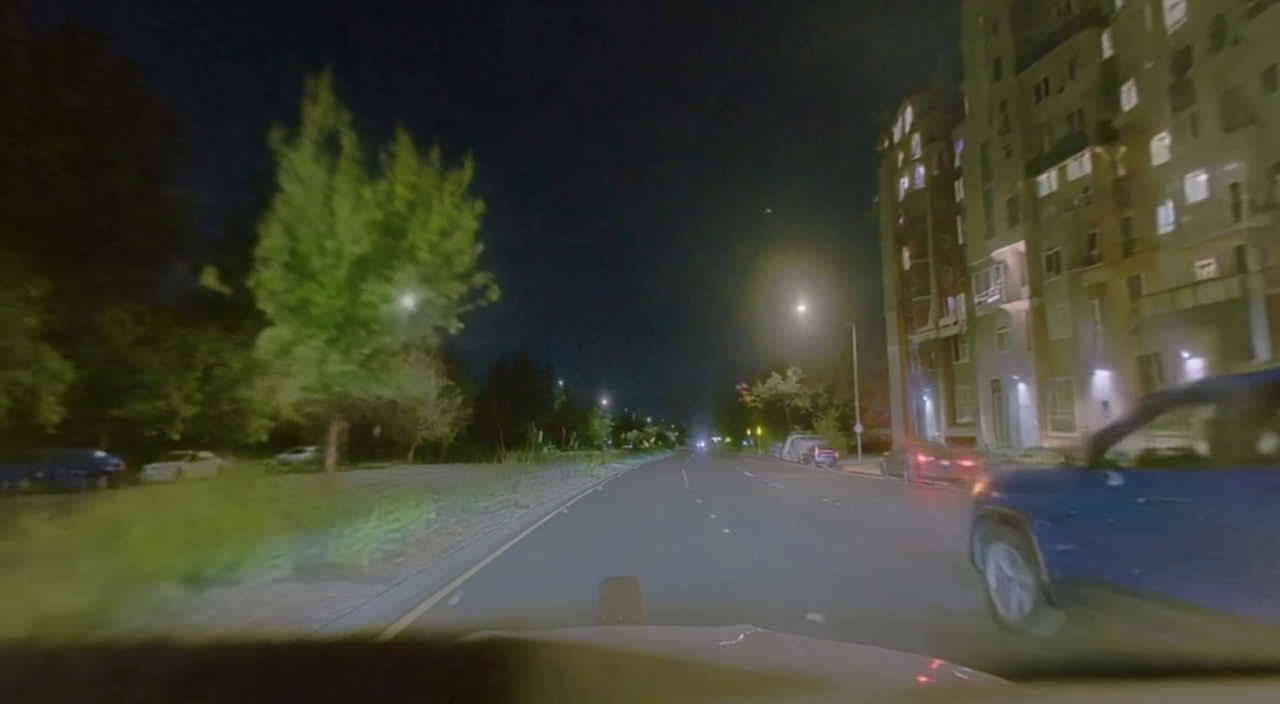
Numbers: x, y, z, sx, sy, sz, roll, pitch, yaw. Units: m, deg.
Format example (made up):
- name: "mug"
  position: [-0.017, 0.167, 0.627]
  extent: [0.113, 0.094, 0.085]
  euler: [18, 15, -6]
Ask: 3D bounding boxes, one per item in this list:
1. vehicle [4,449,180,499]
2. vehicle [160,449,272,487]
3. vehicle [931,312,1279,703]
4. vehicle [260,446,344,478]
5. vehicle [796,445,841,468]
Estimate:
- name: "vehicle"
  position: [-18.775, 4.156, 22.027]
  extent: [1.823, 1.455, 4.680]
  euler: [-3, -9, 3]
- name: "vehicle"
  position: [-18.594, 5.073, 28.014]
  extent: [1.829, 1.452, 4.562]
  euler: [-2, -9, 0]
- name: "vehicle"
  position: [3.567, 0.830, 2.886]
  extent: [2.215, 1.812, 4.569]
  euler: [0, -9, -1]
- name: "vehicle"
  position: [-18.086, 5.944, 34.063]
  extent: [1.908, 1.500, 4.470]
  euler: [-3, -10, 3]
- name: "vehicle"
  position: [12.069, 7.107, 43.021]
  extent: [1.893, 1.469, 4.615]
  euler: [0, -9, 2]
